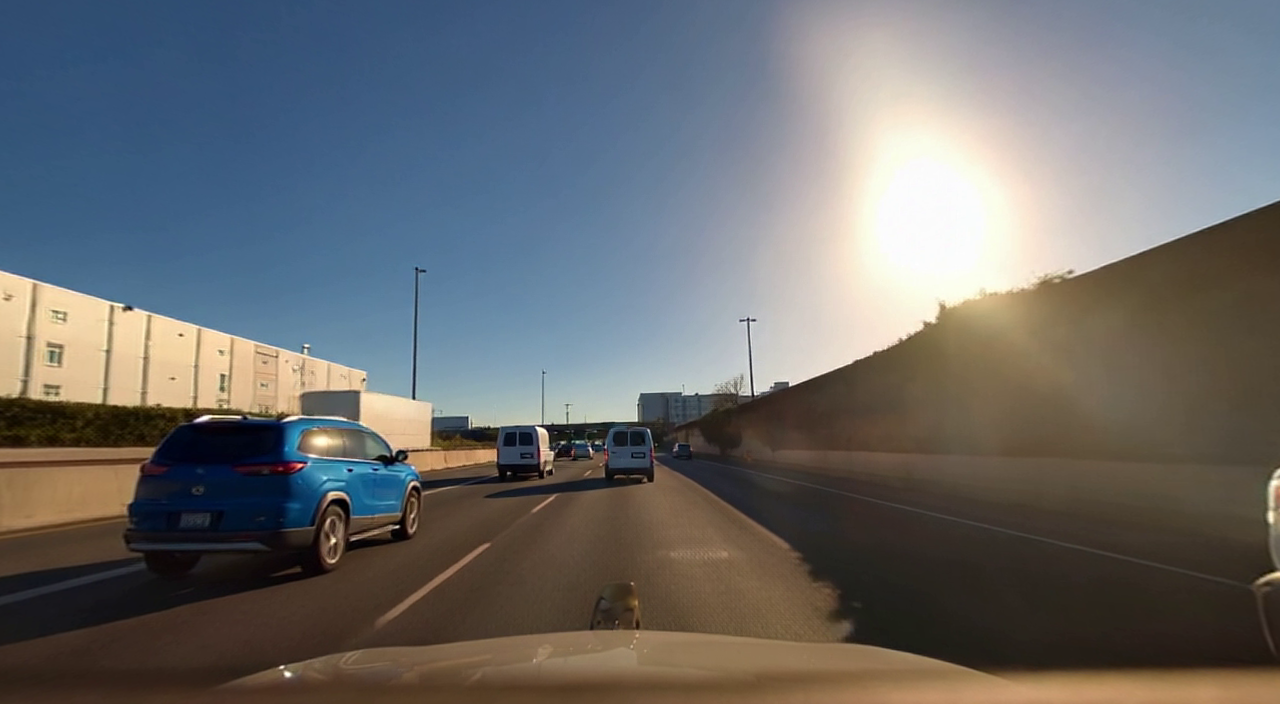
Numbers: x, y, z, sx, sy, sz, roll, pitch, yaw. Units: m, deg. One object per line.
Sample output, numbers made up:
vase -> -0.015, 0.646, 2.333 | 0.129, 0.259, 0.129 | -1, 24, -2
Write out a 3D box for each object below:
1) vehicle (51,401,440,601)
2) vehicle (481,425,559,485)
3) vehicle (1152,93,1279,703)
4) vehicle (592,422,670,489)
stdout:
vehicle -> -4.124, 1.595, 7.698 | 1.972, 1.703, 4.333 | 0, -8, -1
vehicle -> -4.216, 3.683, 22.793 | 2.038, 1.936, 4.300 | 0, -8, -1
vehicle -> 3.896, -0.087, 0.232 | 2.427, 2.652, 5.769 | -1, -8, 0
vehicle -> -0.342, 3.367, 20.821 | 2.304, 1.925, 4.282 | 0, -8, -2
